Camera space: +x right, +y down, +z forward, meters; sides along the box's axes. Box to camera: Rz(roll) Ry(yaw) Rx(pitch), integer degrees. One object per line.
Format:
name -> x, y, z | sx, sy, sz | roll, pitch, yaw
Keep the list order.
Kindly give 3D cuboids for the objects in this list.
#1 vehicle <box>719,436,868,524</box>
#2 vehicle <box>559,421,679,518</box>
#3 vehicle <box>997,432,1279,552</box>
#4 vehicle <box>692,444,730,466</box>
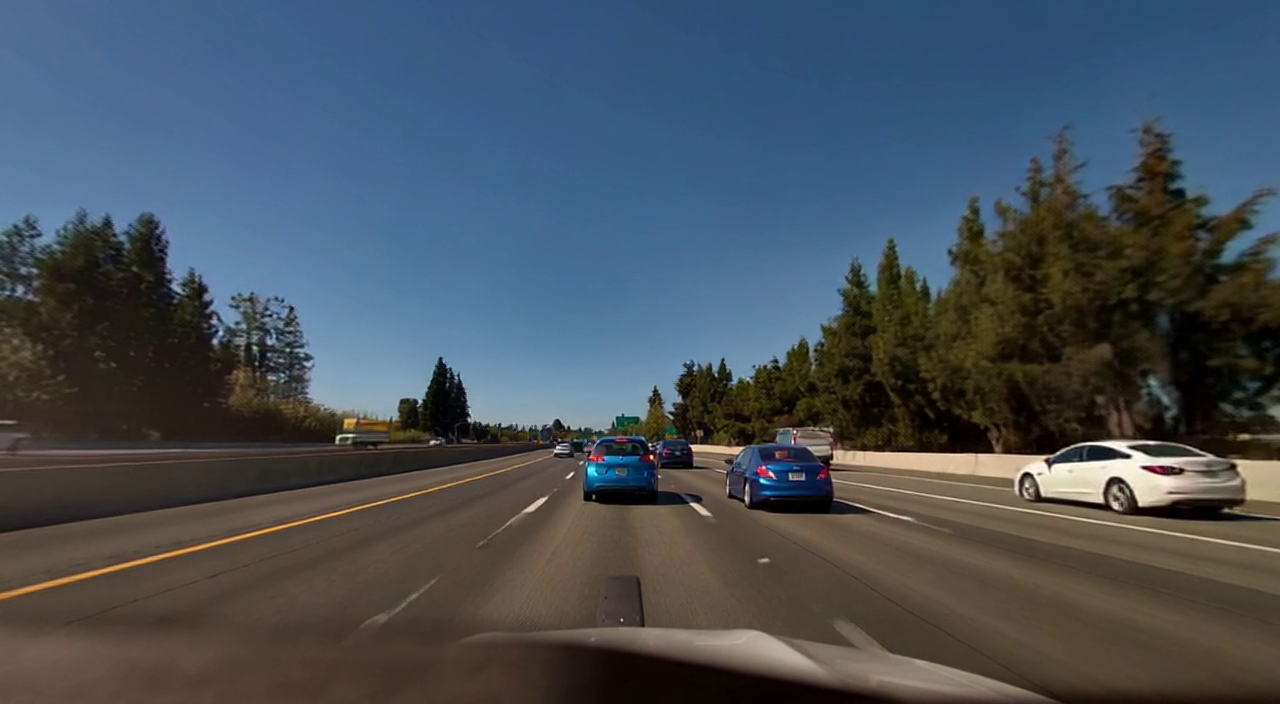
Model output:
vehicle -> 2.976, 2.582, 13.285 | 1.975, 1.532, 4.227 | 1, -9, -2
vehicle -> -0.424, 2.447, 13.530 | 2.181, 1.728, 3.970 | 1, -9, -1
vehicle -> 8.942, 2.315, 11.188 | 2.106, 1.641, 4.671 | 1, -9, -6
vehicle -> 5.217, 7.637, 46.809 | 1.972, 1.521, 4.498 | 1, -9, -4
